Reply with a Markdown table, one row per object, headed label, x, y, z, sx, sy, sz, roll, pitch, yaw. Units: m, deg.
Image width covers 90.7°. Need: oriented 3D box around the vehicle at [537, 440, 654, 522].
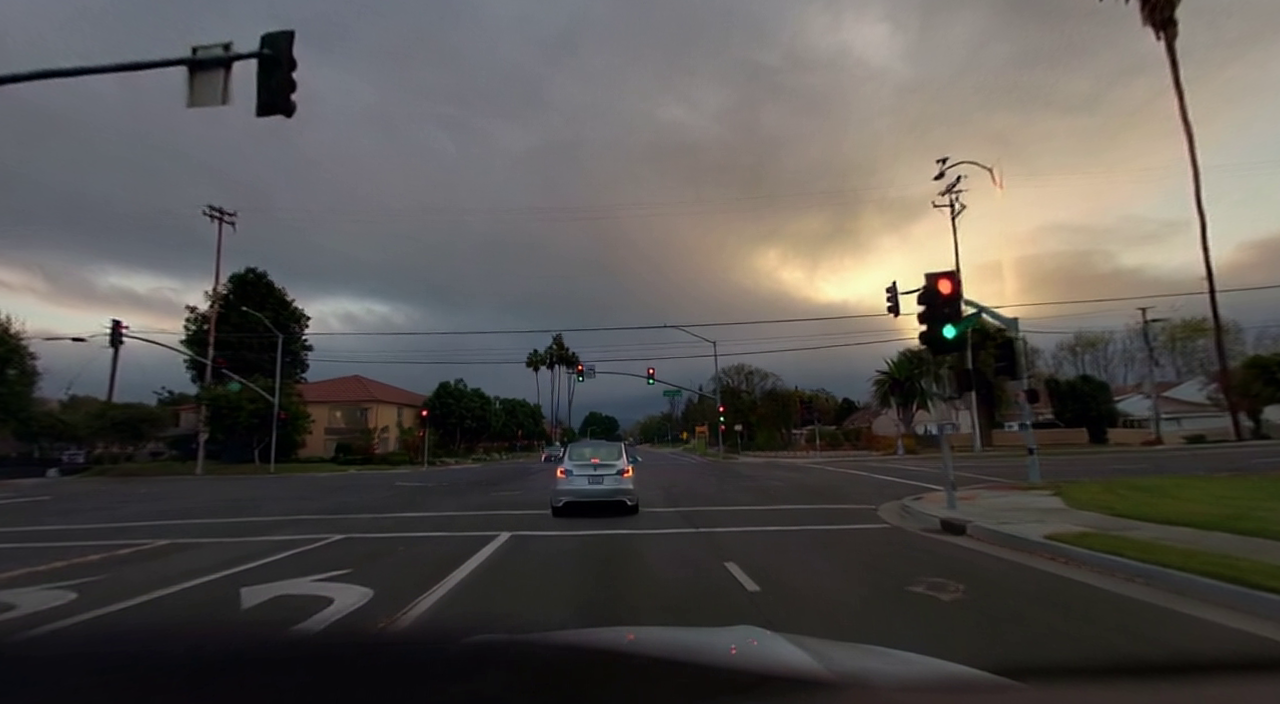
| label | x | y | z | sx | sy | sz | roll | pitch | yaw |
| --- | --- | --- | --- | --- | --- | --- | --- | --- | --- |
| vehicle | -0.870 | 2.680 | 13.772 | 2.152 | 1.478 | 4.229 | 0 | -8 | -2 |
